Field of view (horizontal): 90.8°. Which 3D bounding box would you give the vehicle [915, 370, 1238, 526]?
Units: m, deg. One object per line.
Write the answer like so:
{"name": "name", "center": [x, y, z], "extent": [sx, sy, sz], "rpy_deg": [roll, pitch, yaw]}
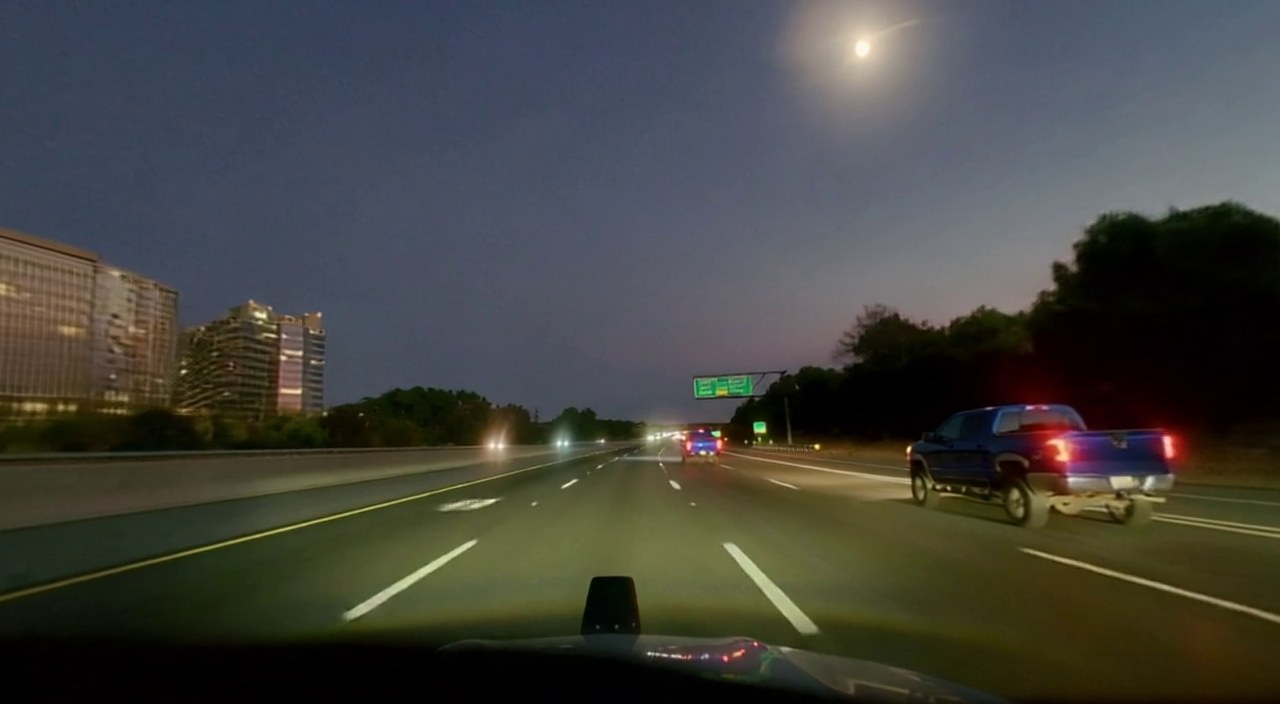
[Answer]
{"name": "vehicle", "center": [7.580, 1.798, 12.002], "extent": [2.158, 2.268, 5.396], "rpy_deg": [0, -9, -1]}

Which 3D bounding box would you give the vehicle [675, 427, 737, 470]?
{"name": "vehicle", "center": [3.217, 4.868, 31.954], "extent": [2.462, 1.984, 4.718], "rpy_deg": [0, -8, -2]}
